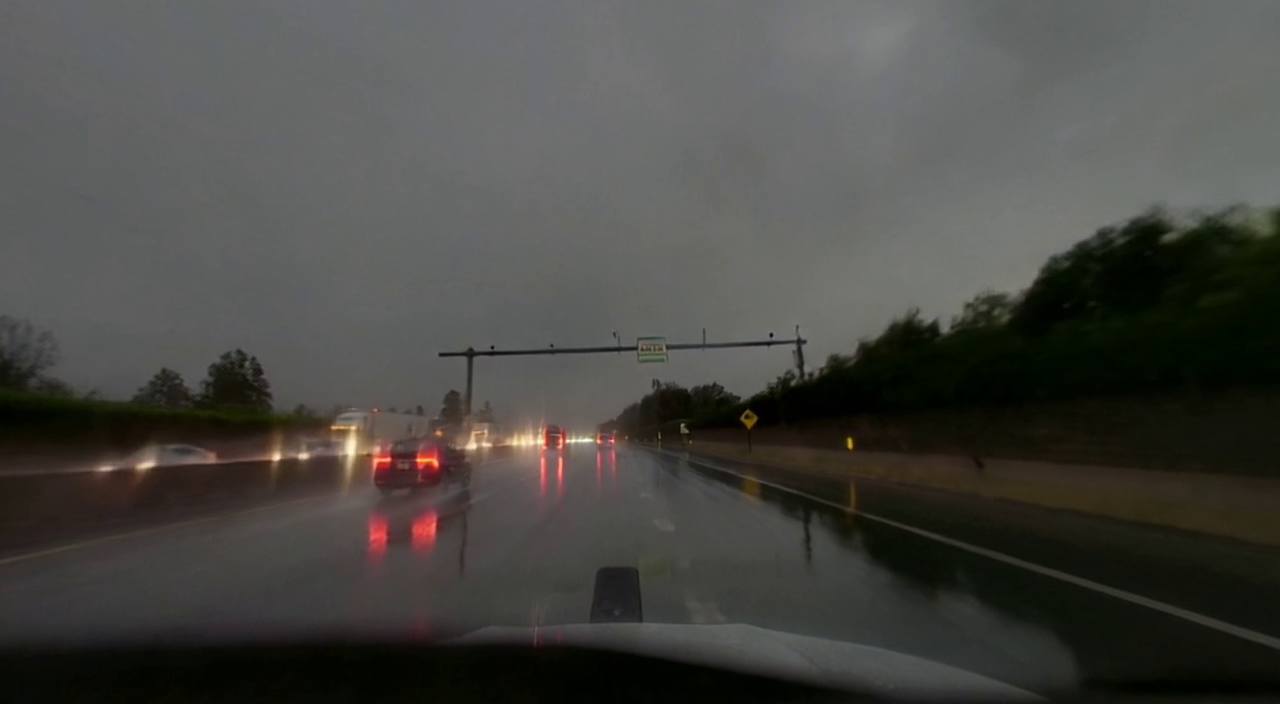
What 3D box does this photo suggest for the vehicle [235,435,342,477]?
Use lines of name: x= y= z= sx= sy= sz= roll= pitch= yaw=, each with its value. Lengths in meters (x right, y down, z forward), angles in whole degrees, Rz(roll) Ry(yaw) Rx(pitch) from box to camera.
vehicle: x=-13.786 y=4.054 z=24.963 sx=1.849 sy=1.482 sz=4.322 roll=0 pitch=-8 yaw=-2

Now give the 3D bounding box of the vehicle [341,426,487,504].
vehicle: x=-5.046 y=2.545 z=14.758 sx=1.953 sy=1.550 sz=4.167 roll=0 pitch=-8 yaw=-1

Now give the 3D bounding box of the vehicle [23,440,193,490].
vehicle: x=-17.894 y=3.785 z=21.522 sx=1.852 sy=1.482 sz=4.644 roll=0 pitch=-8 yaw=-2
